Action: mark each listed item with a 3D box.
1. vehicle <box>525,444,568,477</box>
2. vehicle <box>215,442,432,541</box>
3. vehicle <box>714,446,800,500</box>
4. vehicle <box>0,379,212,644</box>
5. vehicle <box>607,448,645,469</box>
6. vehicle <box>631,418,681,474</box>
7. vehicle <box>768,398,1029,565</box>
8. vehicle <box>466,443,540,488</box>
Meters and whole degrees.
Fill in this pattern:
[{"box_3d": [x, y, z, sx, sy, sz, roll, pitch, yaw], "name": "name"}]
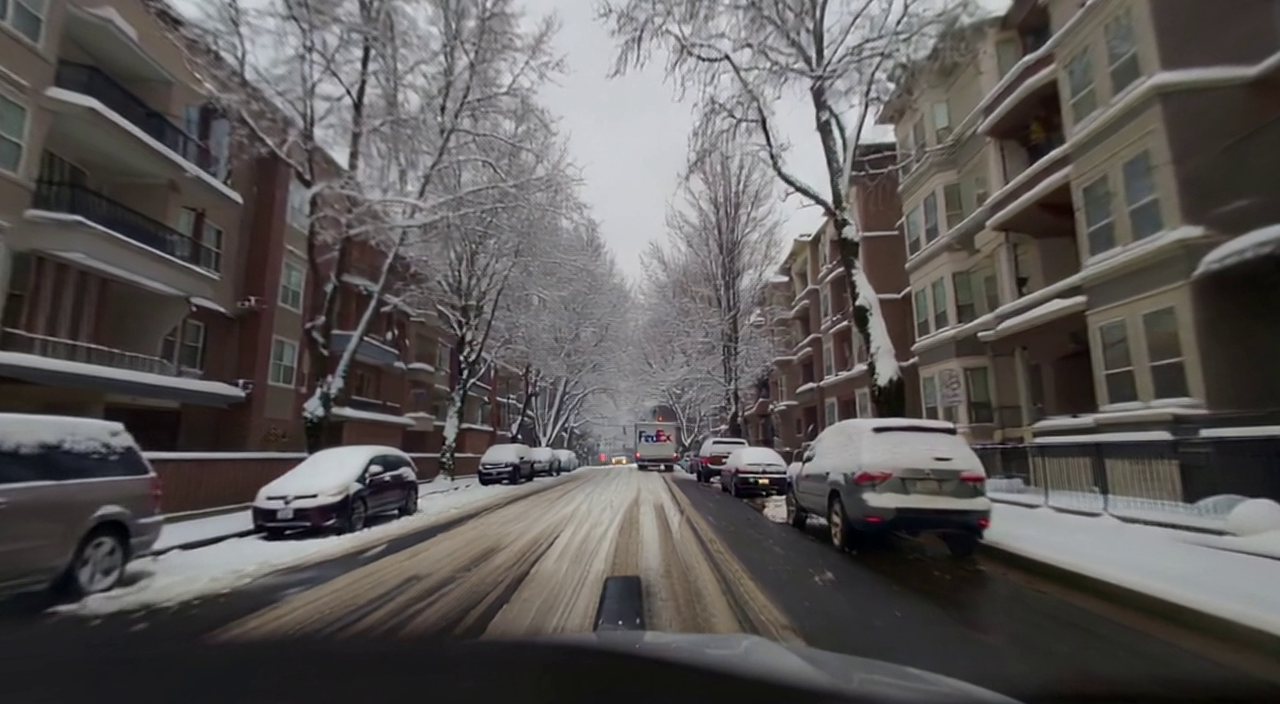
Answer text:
[{"box_3d": [-5.580, 6.503, 38.191, 2.020, 1.867, 4.654, 0, -8, -1], "name": "vehicle"}, {"box_3d": [-5.756, 2.547, 12.245, 1.888, 1.546, 4.306, 0, -8, 1], "name": "vehicle"}, {"box_3d": [3.547, 3.718, 19.922, 1.877, 1.500, 4.407, 0, -8, 0], "name": "vehicle"}, {"box_3d": [-5.672, 1.133, 4.430, 2.098, 1.894, 4.616, 0, -8, -1], "name": "vehicle"}, {"box_3d": [-1.029, 8.299, 49.332, 1.981, 1.500, 3.992, -2, -9, 14], "name": "vehicle"}, {"box_3d": [0.898, 6.189, 41.671, 2.930, 3.275, 8.180, 0, -8, -1], "name": "vehicle"}, {"box_3d": [3.616, 1.887, 9.887, 2.099, 2.018, 4.087, 0, -8, -4], "name": "vehicle"}, {"box_3d": [-5.722, 4.775, 26.974, 2.089, 1.757, 4.256, 0, -8, 2], "name": "vehicle"}]
